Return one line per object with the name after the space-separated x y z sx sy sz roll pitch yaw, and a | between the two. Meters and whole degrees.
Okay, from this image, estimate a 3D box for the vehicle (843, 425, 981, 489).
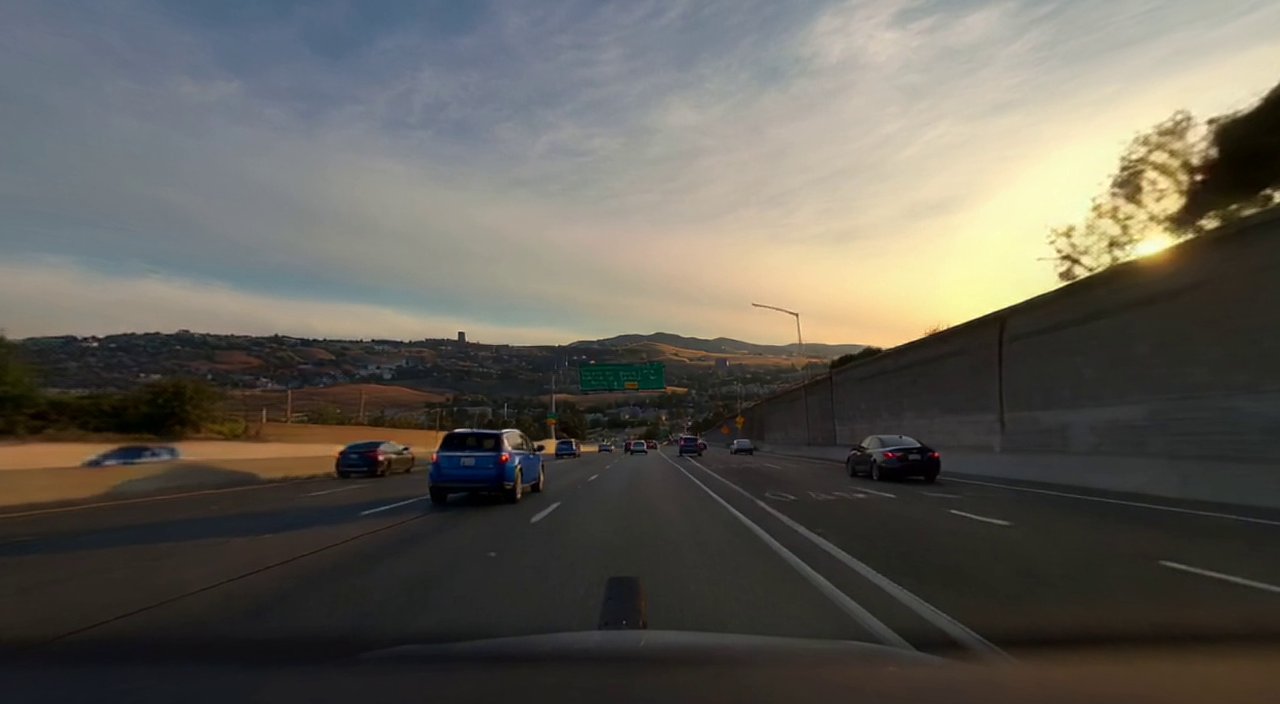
7.838 3.075 18.755 2.122 1.646 4.491 0 -8 1 | vehicle

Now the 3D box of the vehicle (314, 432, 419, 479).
-11.191 4.261 26.234 2.091 1.774 4.754 0 -8 2 | vehicle

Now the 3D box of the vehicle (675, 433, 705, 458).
3.907 7.336 49.484 2.172 1.824 5.031 -1 -8 4 | vehicle

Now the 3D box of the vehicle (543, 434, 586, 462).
-4.929 6.366 41.866 2.076 1.730 4.537 -1 -8 3 | vehicle

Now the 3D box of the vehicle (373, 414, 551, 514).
-3.500 2.340 13.701 2.210 1.730 5.133 0 -8 2 | vehicle

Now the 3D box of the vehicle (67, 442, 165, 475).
-23.765 4.825 28.770 1.487 1.378 3.390 0 -8 1 | vehicle
